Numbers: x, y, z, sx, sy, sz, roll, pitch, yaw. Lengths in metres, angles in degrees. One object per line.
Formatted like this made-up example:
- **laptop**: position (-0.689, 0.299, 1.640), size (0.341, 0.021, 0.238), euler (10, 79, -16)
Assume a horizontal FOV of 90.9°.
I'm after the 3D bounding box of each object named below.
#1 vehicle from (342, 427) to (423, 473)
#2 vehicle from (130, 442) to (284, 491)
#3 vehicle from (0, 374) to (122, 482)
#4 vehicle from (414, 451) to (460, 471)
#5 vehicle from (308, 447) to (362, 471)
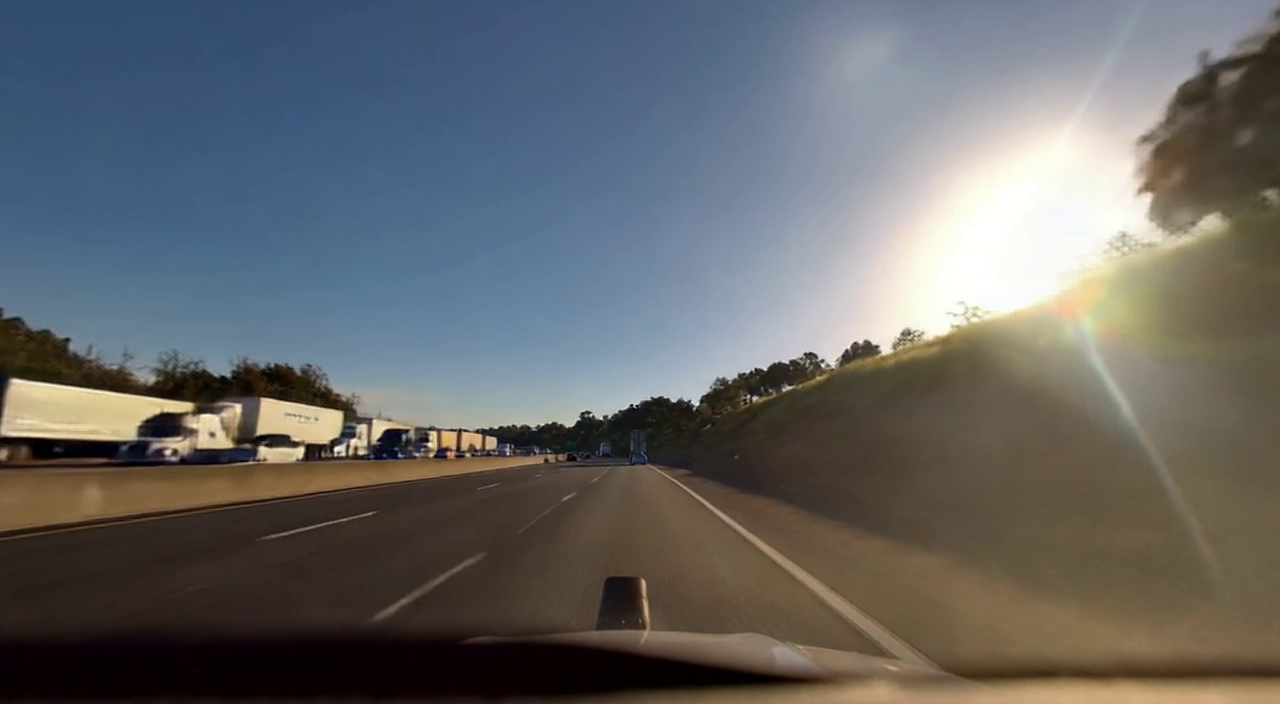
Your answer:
- **vehicle**: position (-14.973, 5.766, 37.094), size (2.382, 2.437, 5.706), euler (0, -9, -1)
- **vehicle**: position (-14.588, 3.890, 21.655), size (1.935, 1.486, 4.694), euler (0, -9, 0)
- **vehicle**: position (-23.781, 2.628, 21.809), size (2.893, 3.701, 10.393), euler (0, -9, -1)
- **vehicle**: position (-15.348, 8.266, 47.862), size (1.863, 1.438, 4.669), euler (0, -9, 0)
- **vehicle**: position (-19.552, 6.864, 40.558), size (1.651, 1.481, 3.625), euler (0, -9, 0)
